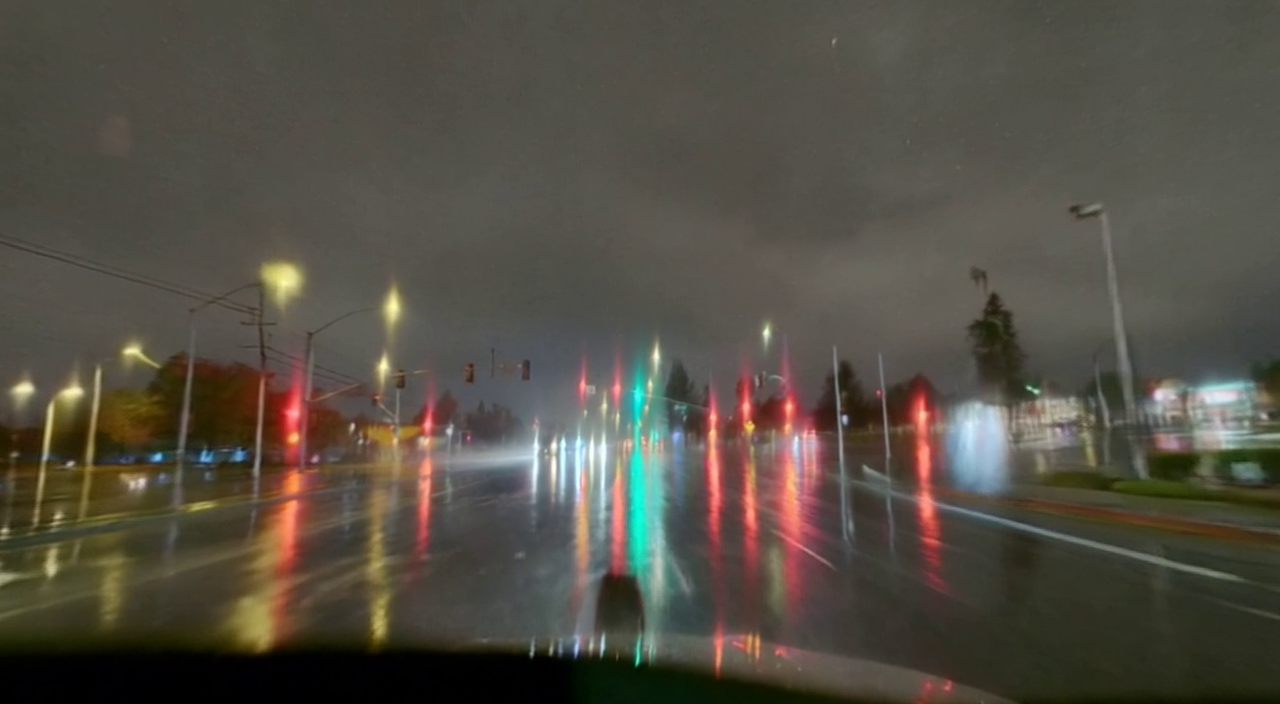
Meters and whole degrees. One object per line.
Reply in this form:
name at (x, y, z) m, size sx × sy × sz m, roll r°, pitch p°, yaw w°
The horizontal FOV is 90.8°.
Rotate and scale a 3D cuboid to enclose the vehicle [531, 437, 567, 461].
vehicle at (-6.889, 7.399, 48.420) m, size 2.074 × 1.692 × 4.333 m, roll -1°, pitch -8°, yaw 0°
